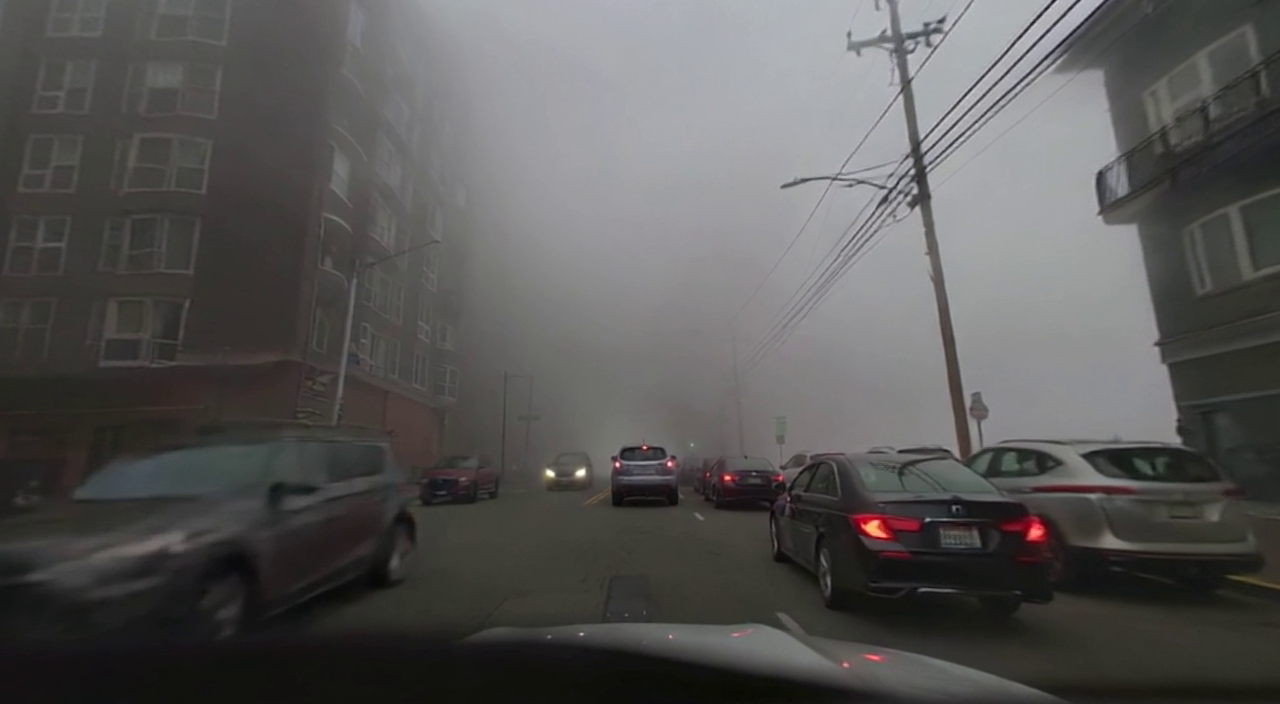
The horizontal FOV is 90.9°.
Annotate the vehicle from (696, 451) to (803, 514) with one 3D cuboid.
[{"bbox_3d":[2.921,3.606,18.081,2.116,1.487,4.988,0,-8,-1],"label":"vehicle"}]

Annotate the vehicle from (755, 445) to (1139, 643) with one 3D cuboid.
[{"bbox_3d":[2.720,1.777,7.022,2.029,1.460,4.451,0,-8,0],"label":"vehicle"}]

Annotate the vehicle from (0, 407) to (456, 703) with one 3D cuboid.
[{"bbox_3d":[-3.478,1.513,5.911,2.112,1.705,4.365,0,-9,1],"label":"vehicle"}]

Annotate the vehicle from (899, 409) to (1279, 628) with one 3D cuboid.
[{"bbox_3d":[5.386,1.780,7.938,2.093,1.818,5.189,0,-8,1],"label":"vehicle"}]

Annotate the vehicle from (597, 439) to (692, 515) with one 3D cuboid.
[{"bbox_3d":[0.058,3.241,16.854,2.232,1.736,4.036,0,-8,-1],"label":"vehicle"}]

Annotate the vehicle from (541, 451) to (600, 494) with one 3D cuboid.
[{"bbox_3d":[-2.953,5.253,27.849,2.023,1.646,4.282,0,-9,1],"label":"vehicle"}]
